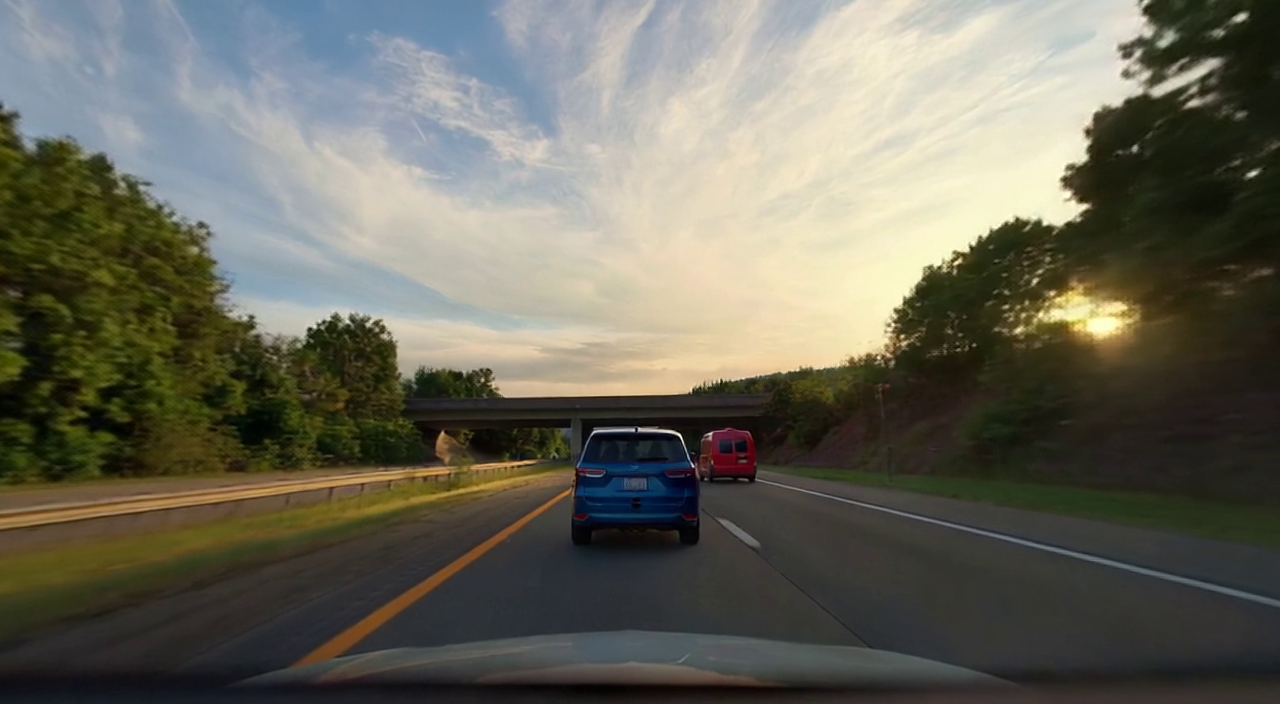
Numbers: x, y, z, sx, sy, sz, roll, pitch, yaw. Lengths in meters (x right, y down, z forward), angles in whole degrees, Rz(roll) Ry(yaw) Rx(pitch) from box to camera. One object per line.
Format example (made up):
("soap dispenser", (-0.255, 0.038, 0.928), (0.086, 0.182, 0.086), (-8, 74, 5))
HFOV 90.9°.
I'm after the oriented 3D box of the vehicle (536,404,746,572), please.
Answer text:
("vehicle", (0.013, 1.799, 8.989), (2.288, 1.823, 4.059), (0, -9, 0))
